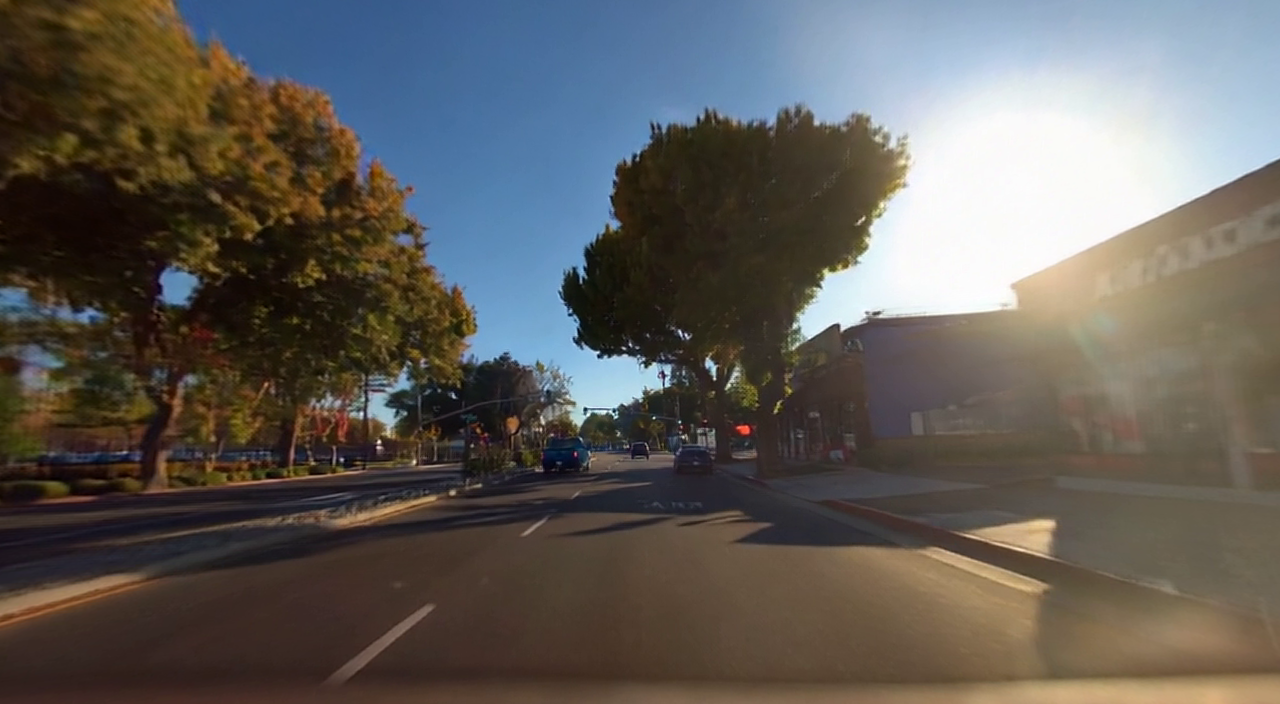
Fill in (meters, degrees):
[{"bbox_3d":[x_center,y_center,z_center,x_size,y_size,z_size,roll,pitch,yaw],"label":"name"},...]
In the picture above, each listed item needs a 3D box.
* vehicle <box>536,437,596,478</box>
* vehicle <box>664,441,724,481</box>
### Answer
[{"bbox_3d":[-3.453,5.049,30.583,2.464,1.777,5.128,0,-9,-2],"label":"vehicle"},{"bbox_3d":[2.135,4.476,26.133,2.103,1.487,4.101,0,-9,0],"label":"vehicle"}]
